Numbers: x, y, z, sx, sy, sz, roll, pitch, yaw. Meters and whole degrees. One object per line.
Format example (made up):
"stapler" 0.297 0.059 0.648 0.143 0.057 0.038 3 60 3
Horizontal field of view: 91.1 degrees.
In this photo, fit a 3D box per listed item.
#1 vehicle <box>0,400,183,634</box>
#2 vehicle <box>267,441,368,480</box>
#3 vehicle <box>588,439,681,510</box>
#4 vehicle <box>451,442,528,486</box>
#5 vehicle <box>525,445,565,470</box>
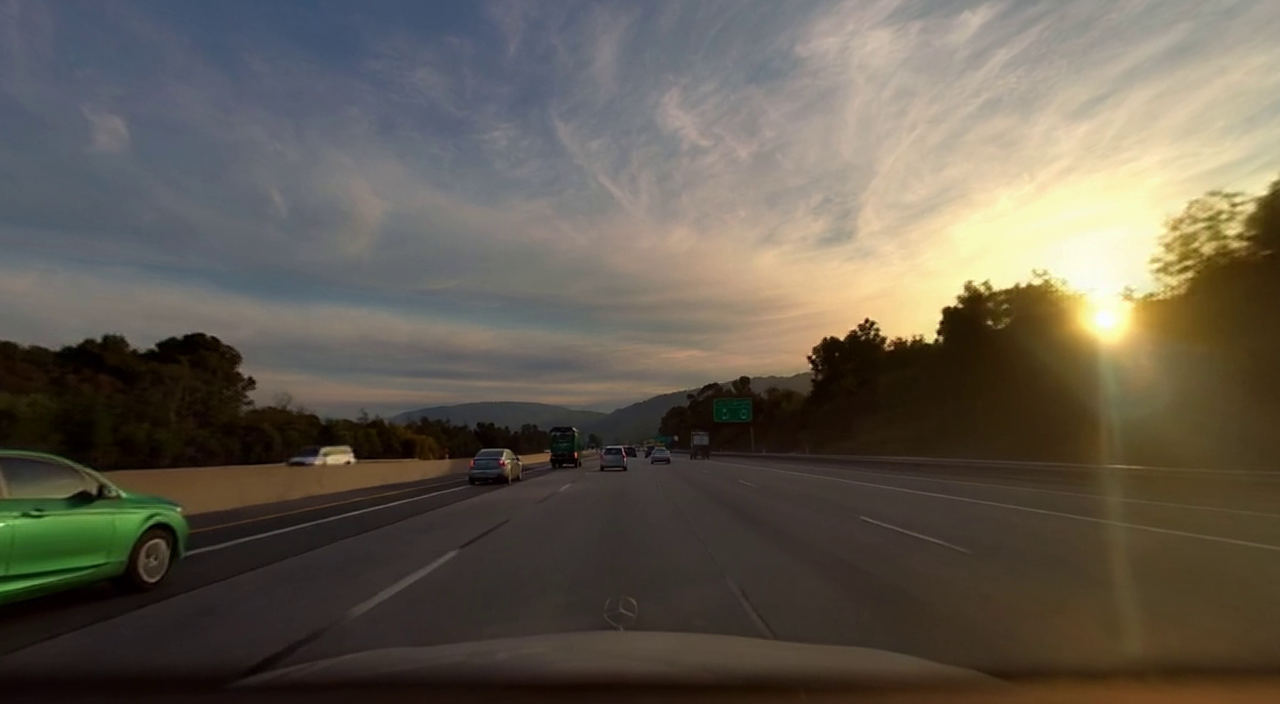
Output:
"vehicle" -5.523 1.115 4.088 2.058 1.626 4.118 0 -9 -2
"vehicle" -14.291 4.822 28.208 2.121 1.609 4.678 0 -9 -1
"vehicle" -0.153 2.823 14.913 1.940 1.451 3.512 0 -9 -1
"vehicle" -5.517 4.157 23.641 1.892 1.481 4.180 0 -9 0
"vehicle" -5.790 6.454 38.623 1.814 1.417 3.860 0 -9 0
